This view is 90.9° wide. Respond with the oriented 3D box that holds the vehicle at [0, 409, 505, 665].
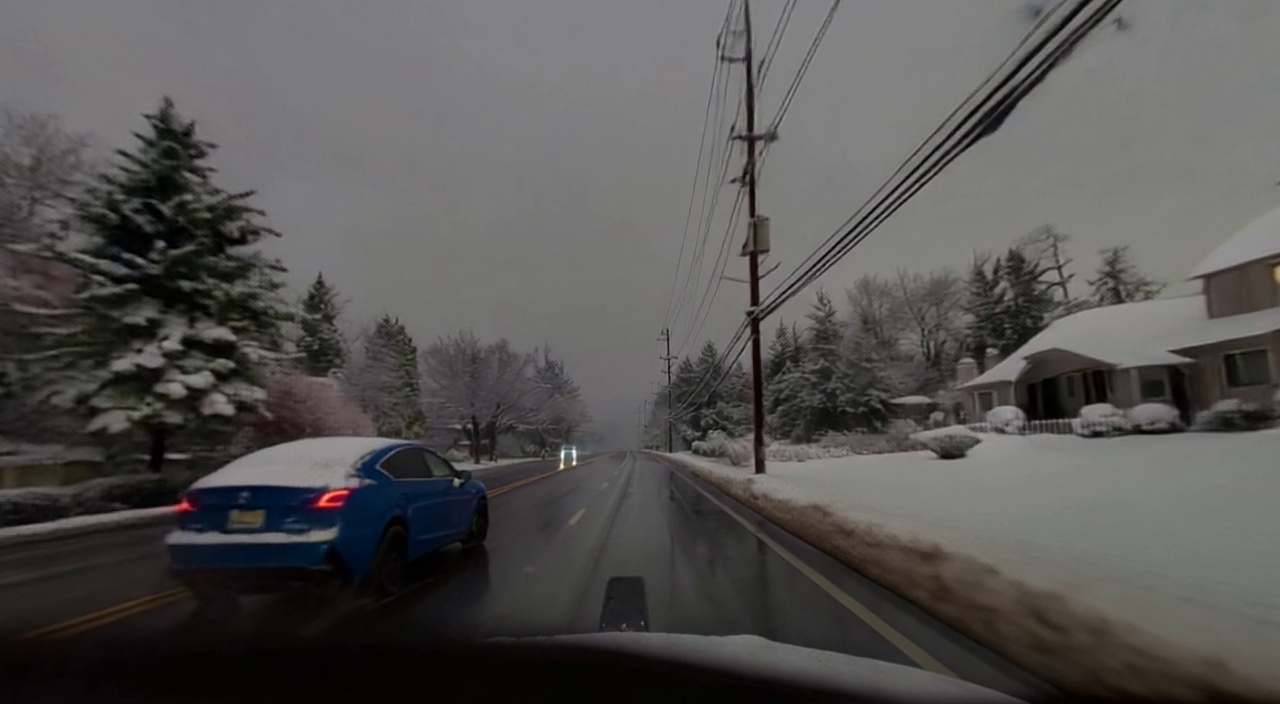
[{"bbox_3d":[-3.037,1.492,6.388,2.085,1.512,5.023,0,-9,2],"label":"vehicle"}]
